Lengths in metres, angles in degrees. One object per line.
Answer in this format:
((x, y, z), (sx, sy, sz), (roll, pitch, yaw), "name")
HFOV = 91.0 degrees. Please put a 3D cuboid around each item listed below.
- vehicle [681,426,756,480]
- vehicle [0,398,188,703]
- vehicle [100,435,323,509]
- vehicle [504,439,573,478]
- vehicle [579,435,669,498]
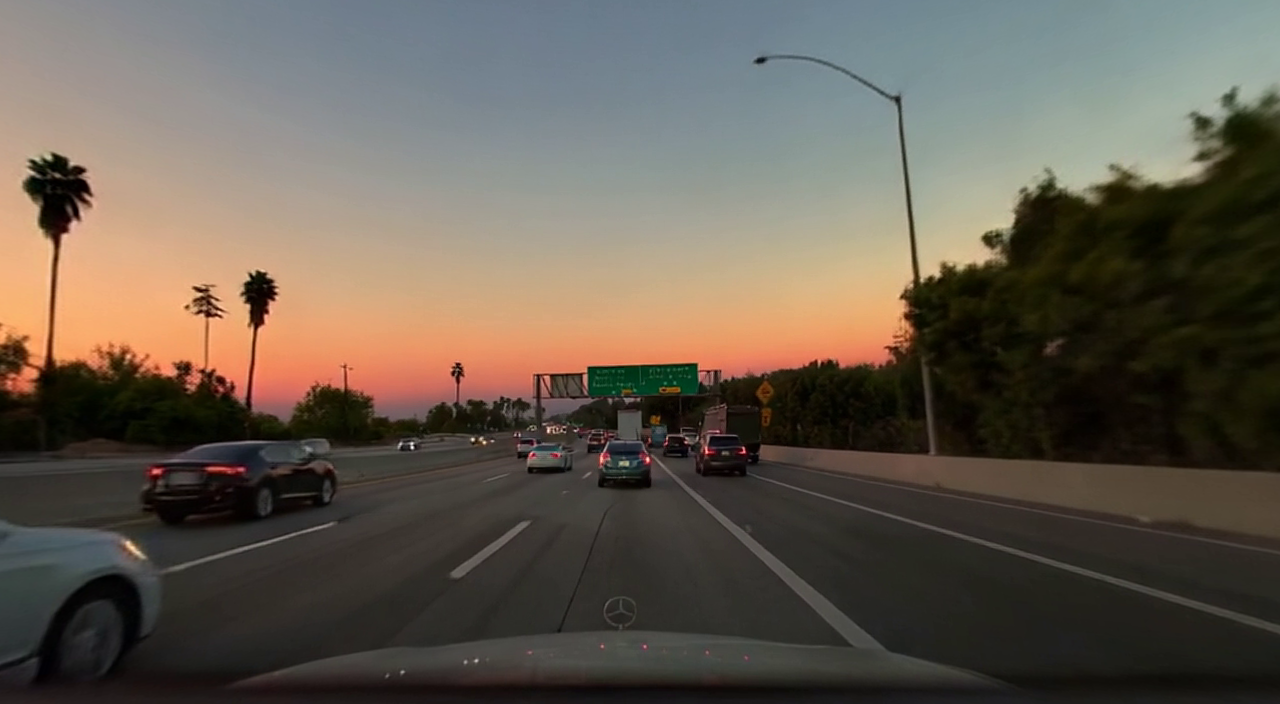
((2.914, 3.876, 24.425), (2.173, 1.870, 4.499), (0, -8, -2), "vehicle")
((-3.606, 0.749, 1.265), (2.064, 1.475, 4.489), (0, -8, 0), "vehicle")
((-9.885, 2.791, 15.196), (2.015, 1.469, 4.938), (0, -8, -1), "vehicle")
((-3.960, 4.235, 25.327), (1.998, 1.423, 4.436), (0, -8, 1), "vehicle")
((-0.366, 3.016, 17.010), (2.136, 1.470, 3.971), (0, -8, 0), "vehicle")
